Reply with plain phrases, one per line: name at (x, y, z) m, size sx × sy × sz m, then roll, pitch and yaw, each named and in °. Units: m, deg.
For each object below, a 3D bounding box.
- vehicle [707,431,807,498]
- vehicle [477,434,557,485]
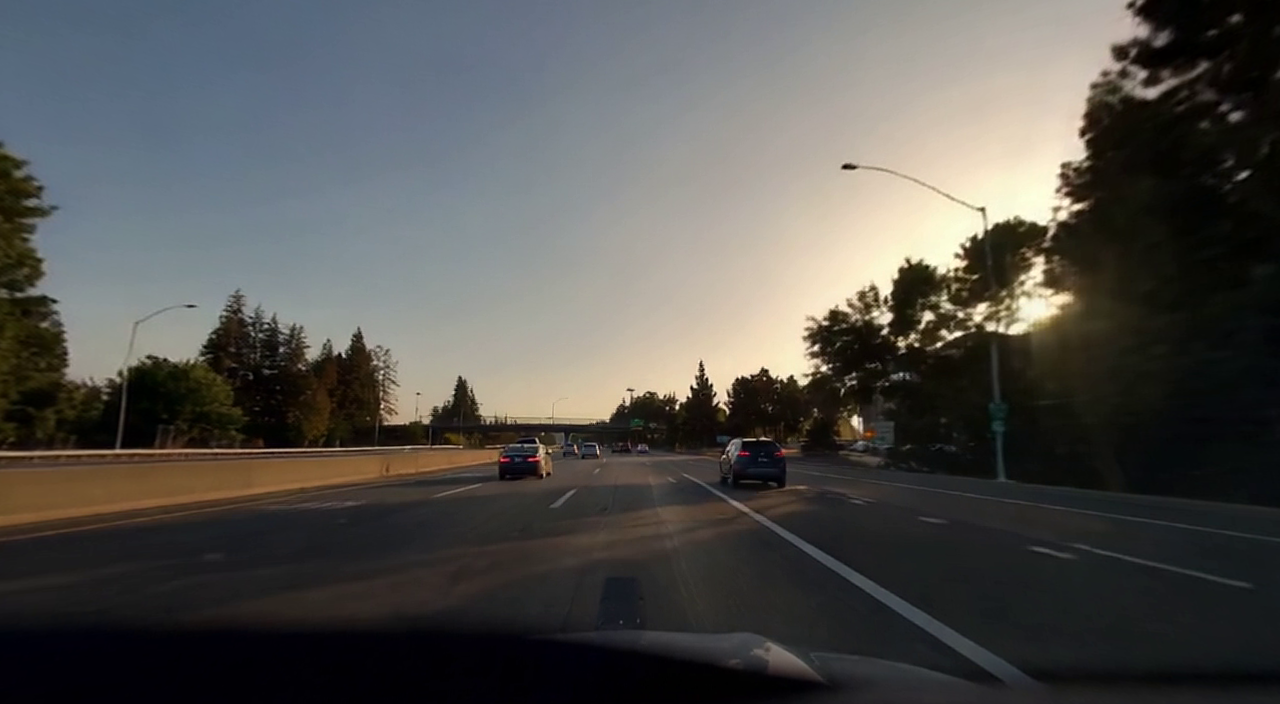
vehicle at (3.215, 3.178, 18.312) m, size 1.997 × 1.686 × 4.247 m, roll 0°, pitch -8°, yaw -1°
vehicle at (-4.678, 4.149, 24.791) m, size 2.176 × 1.779 × 4.755 m, roll 0°, pitch -8°, yaw 0°
